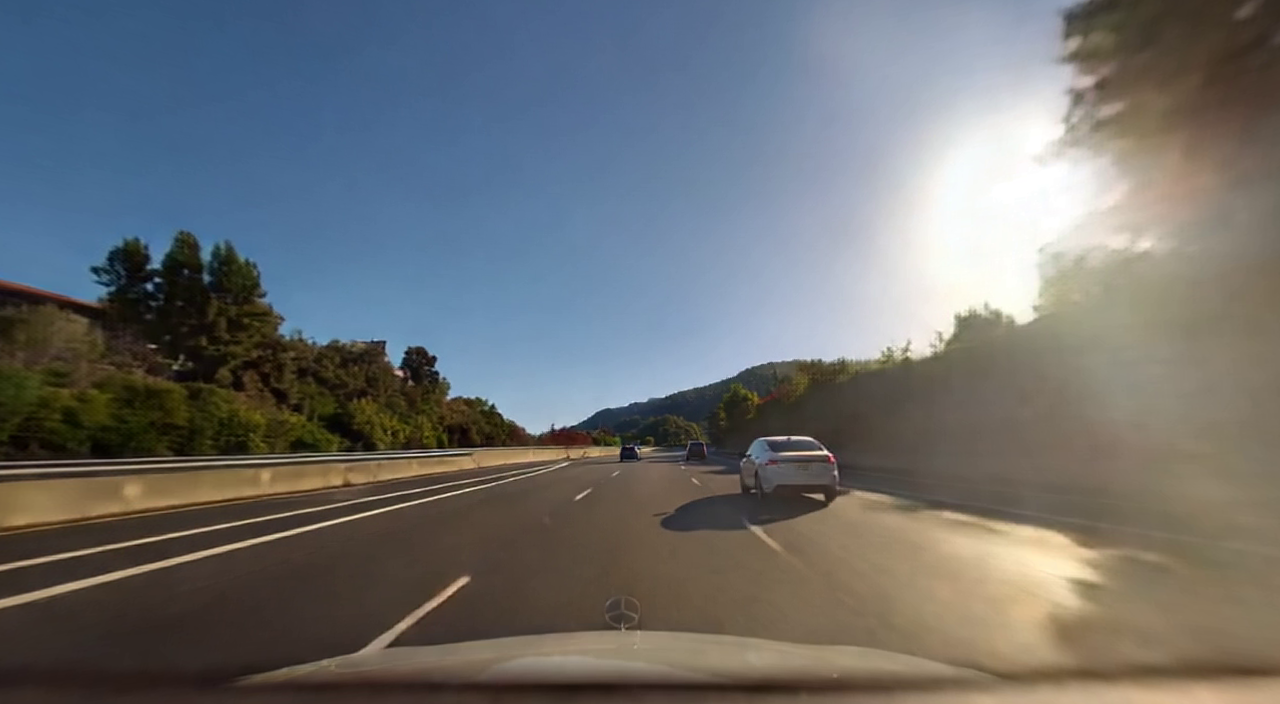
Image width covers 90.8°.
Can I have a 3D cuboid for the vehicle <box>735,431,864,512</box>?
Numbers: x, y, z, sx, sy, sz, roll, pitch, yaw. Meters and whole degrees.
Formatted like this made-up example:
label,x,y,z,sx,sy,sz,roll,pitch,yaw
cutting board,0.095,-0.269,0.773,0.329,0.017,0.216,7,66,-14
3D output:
label,x,y,z,sx,sy,sz,roll,pitch,yaw
vehicle,3.820,2.952,16.025,2.075,1.743,4.410,0,-9,0
